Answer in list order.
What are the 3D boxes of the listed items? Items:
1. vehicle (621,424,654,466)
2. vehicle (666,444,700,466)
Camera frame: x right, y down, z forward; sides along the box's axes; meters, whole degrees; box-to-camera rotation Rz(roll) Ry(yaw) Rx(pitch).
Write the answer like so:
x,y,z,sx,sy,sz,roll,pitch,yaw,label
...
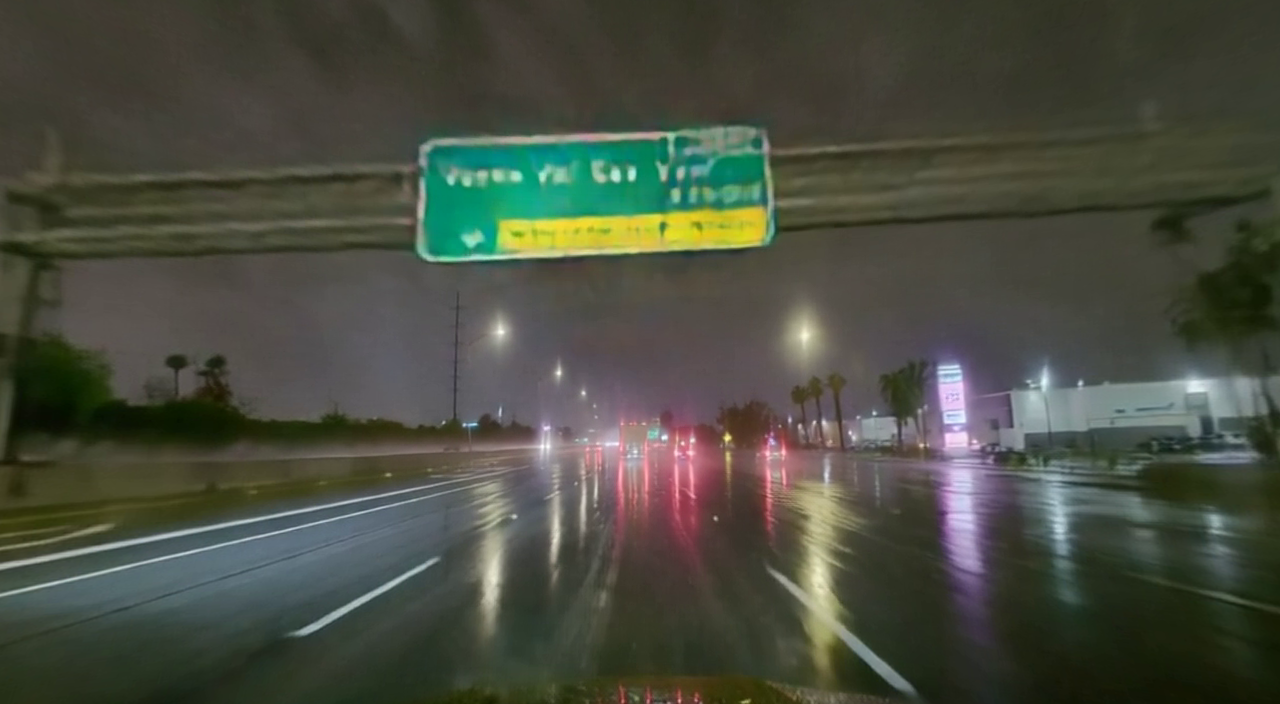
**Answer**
x,y,z,sx,sy,sz,roll,pitch,yaw,label
-0.282,7.217,49.023,2.364,2.953,6.495,0,-8,-1,vehicle
3.060,7.426,45.593,2.049,1.485,4.106,0,-8,-1,vehicle
